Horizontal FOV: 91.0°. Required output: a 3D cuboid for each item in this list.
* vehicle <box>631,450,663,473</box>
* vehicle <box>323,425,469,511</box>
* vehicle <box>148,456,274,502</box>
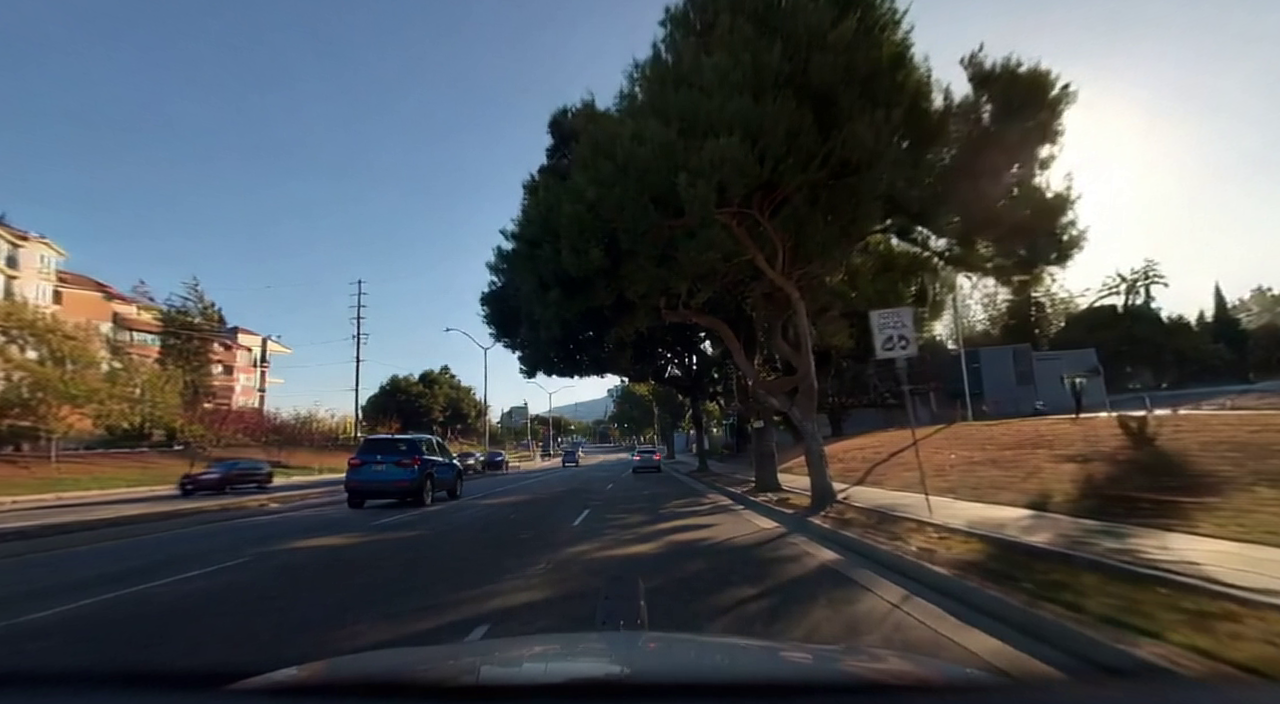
[{"bbox_3d":[0.413,7.548,43.545,2.091,1.494,3.962,0,-9,-1],"label":"vehicle"},{"bbox_3d":[-6.070,2.924,16.310,2.027,1.908,4.273,0,-9,0],"label":"vehicle"},{"bbox_3d":[-16.059,4.731,23.846,1.914,1.508,4.004,0,-9,0],"label":"vehicle"}]
